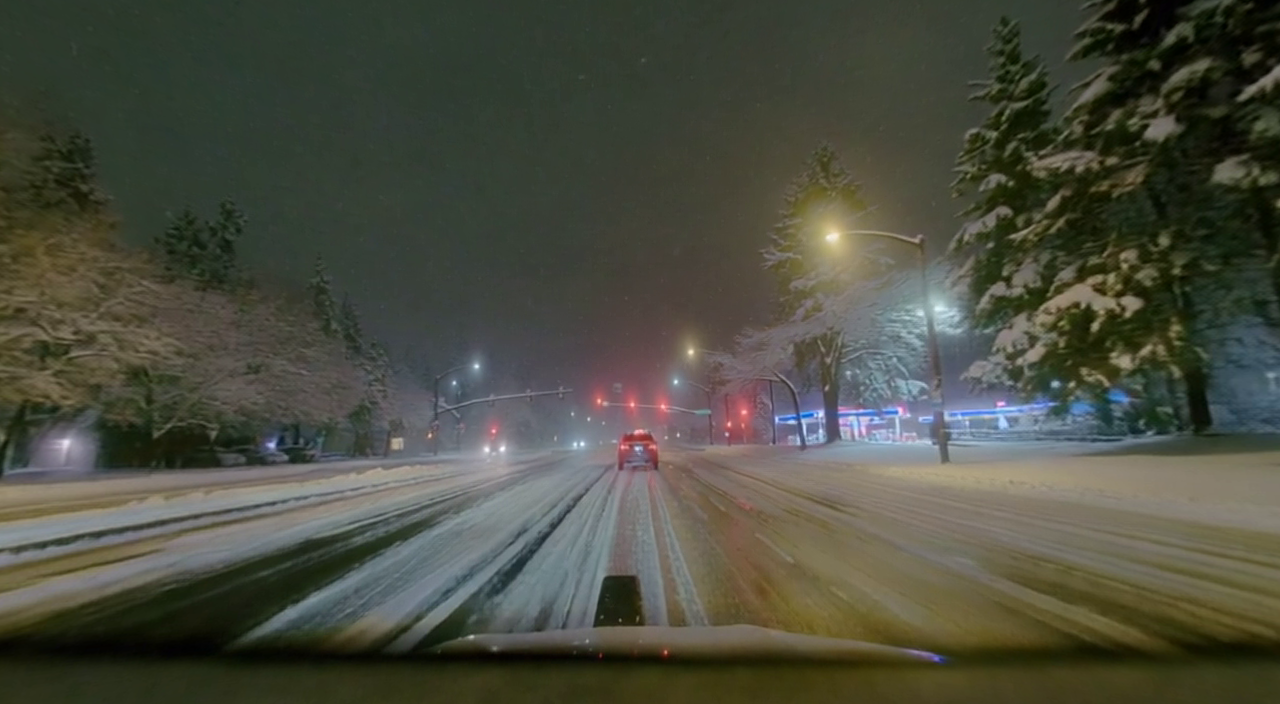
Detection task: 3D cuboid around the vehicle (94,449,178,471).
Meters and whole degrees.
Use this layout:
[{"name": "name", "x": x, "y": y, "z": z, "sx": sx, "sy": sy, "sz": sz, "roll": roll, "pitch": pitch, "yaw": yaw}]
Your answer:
[{"name": "vehicle", "x": -38.506, "y": 8.229, "z": 48.227, "sx": 4.536, "sy": 1.613, "sz": 2.000, "roll": 4, "pitch": -9, "yaw": -25}]

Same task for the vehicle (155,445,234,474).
[{"name": "vehicle", "x": -28.326, "y": 6.783, "z": 39.985, "sx": 4.662, "sy": 1.677, "sz": 2.026, "roll": -4, "pitch": -9, "yaw": 27}]

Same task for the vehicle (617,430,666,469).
[{"name": "vehicle", "x": 0.056, "y": 4.692, "z": 30.377, "sx": 2.213, "sy": 1.715, "sz": 4.242, "roll": 0, "pitch": -8, "yaw": 0}]

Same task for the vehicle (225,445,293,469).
[{"name": "vehicle", "x": -28.413, "y": 7.796, "z": 46.940, "sx": 4.428, "sy": 1.708, "sz": 1.952, "roll": -3, "pitch": -9, "yaw": 21}]
